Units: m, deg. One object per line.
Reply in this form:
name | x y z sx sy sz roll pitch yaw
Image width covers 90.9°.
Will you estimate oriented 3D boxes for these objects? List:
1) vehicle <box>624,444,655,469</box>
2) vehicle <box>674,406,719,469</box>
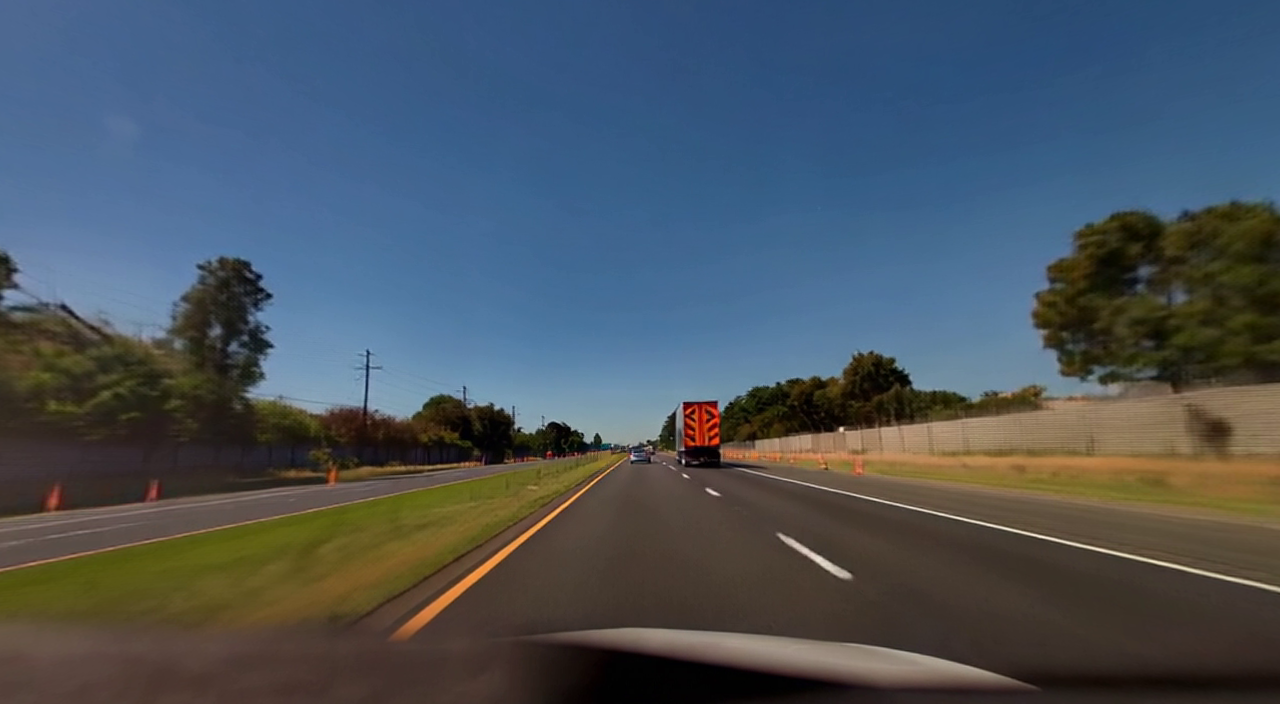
vehicle | -0.049 7.156 43.318 2.065 1.573 3.734 0 -9 0
vehicle | 4.051 6.306 46.353 2.704 4.310 5.716 0 -9 0
